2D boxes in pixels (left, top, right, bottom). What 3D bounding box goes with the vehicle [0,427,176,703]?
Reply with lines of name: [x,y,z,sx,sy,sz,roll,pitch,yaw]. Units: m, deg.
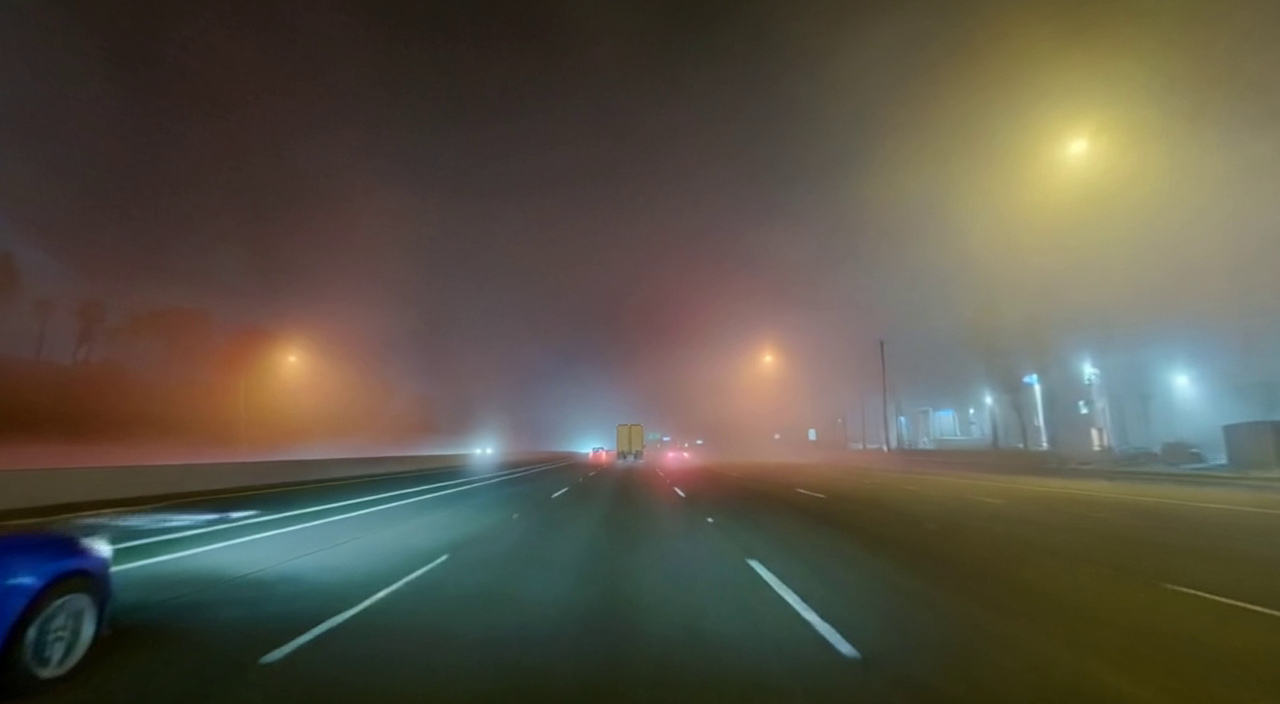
vehicle: [-3.966,0.907,1.778,2.097,1.447,4.291,0,-9,-1]

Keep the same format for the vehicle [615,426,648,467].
vehicle: [-0.746,7.296,48.906,2.364,2.953,6.495,0,-9,-2]
